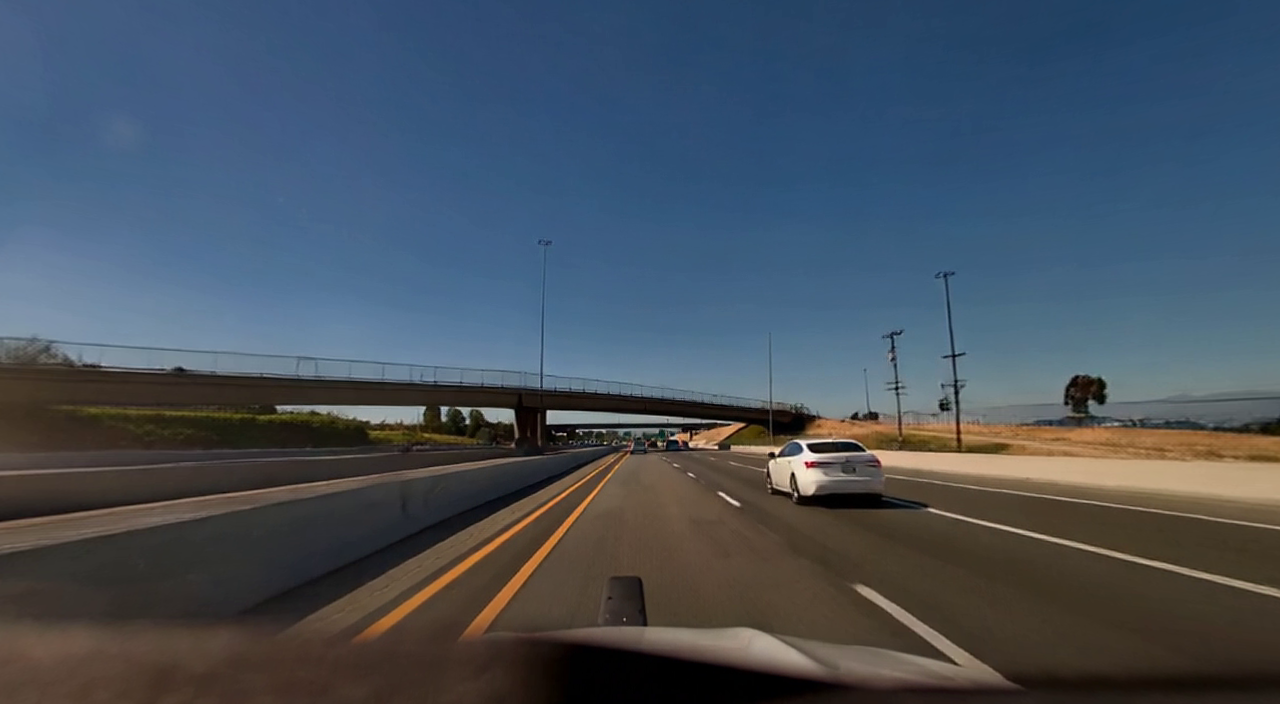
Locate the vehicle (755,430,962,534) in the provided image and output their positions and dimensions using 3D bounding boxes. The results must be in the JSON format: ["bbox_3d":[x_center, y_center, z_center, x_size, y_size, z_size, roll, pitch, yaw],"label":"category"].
[{"bbox_3d":[3.559,2.201,11.362,2.091,1.482,4.522,0,-8,0],"label":"vehicle"}]

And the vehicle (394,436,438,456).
[{"bbox_3d":[-16.784,7.056,47.284,1.775,1.448,3.844,0,-8,1],"label":"vehicle"}]
